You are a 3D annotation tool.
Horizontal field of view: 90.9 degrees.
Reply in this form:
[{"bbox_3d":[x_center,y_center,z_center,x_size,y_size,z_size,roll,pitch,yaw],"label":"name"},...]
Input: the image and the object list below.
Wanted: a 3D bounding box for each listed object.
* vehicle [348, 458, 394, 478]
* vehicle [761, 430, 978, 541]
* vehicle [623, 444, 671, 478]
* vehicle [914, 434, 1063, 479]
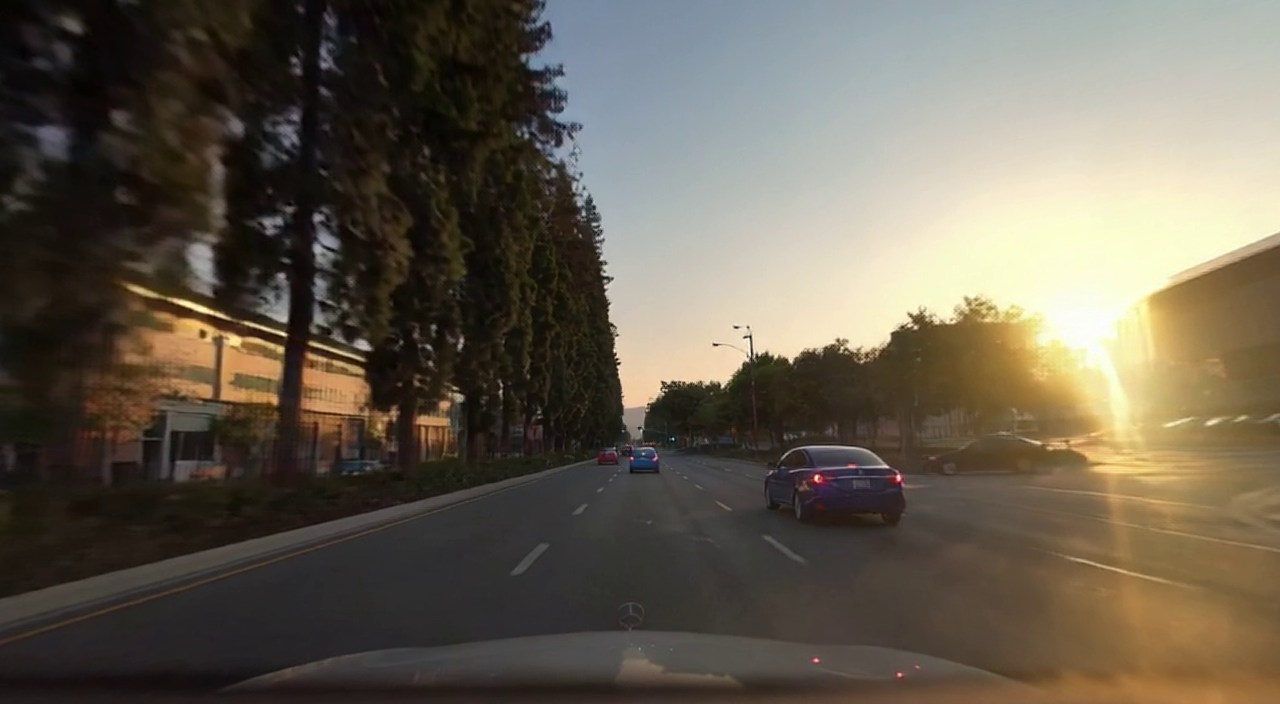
[{"bbox_3d":[-21.039,9.058,49.463,1.708,1.455,4.281,0,-9,0],"label":"vehicle"},{"bbox_3d":[3.576,2.158,10.862,2.067,1.497,4.327,0,-9,-1],"label":"vehicle"},{"bbox_3d":[0.316,5.218,30.547,2.144,1.505,4.128,0,-9,0],"label":"vehicle"},{"bbox_3d":[13.930,4.223,25.521,4.718,1.686,2.272,-2,-9,11],"label":"vehicle"}]
